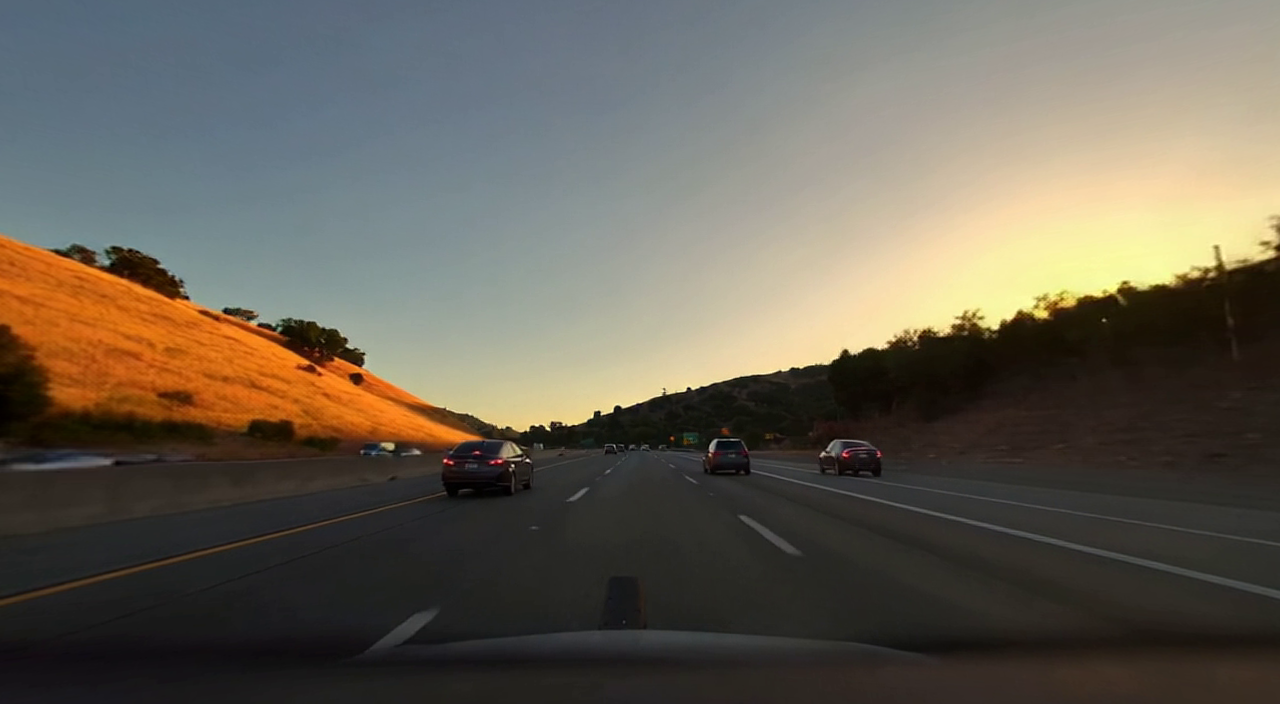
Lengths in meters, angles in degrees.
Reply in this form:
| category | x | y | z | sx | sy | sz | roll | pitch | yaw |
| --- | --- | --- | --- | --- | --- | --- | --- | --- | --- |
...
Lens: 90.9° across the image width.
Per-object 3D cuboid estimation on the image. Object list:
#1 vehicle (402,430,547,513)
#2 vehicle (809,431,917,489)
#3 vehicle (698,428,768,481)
| category | x | y | z | sx | sy | sz | roll | pitch | yaw |
| --- | --- | --- | --- | --- | --- | --- | --- | --- | --- |
| vehicle | -3.700 | 2.761 | 15.078 | 2.166 | 1.672 | 4.388 | -1 | -8 | 1 |
| vehicle | 7.309 | 3.577 | 21.186 | 1.998 | 1.717 | 4.338 | 0 | -8 | 0 |
| vehicle | 3.669 | 4.159 | 25.877 | 2.121 | 1.925 | 5.056 | 0 | -8 | 0 |
